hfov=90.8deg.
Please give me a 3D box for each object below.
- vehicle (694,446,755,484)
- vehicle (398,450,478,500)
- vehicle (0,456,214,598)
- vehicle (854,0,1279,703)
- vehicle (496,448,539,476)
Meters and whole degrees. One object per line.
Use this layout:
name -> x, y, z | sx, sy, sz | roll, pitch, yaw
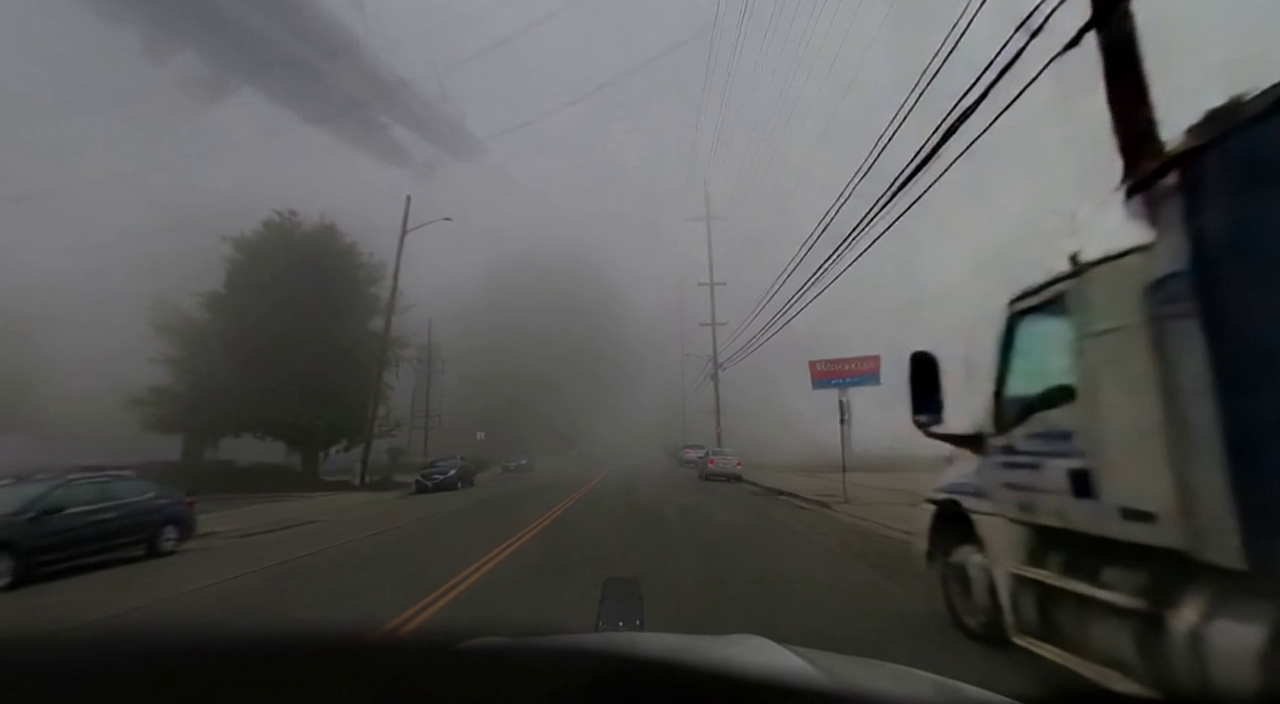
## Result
vehicle -> 3.625, 4.916, 27.923 | 1.990, 1.521, 4.693 | 0, -8, 0
vehicle -> -7.816, 4.745, 24.788 | 1.787, 1.543, 4.052 | -3, -7, 0
vehicle -> -7.880, 2.241, 8.531 | 1.678, 1.468, 3.706 | -3, -8, 0
vehicle -> 3.884, 0.121, 1.889 | 3.011, 3.127, 8.608 | -3, -7, -3
vehicle -> -7.850, 7.066, 40.838 | 1.872, 1.455, 4.350 | -3, -8, 0
